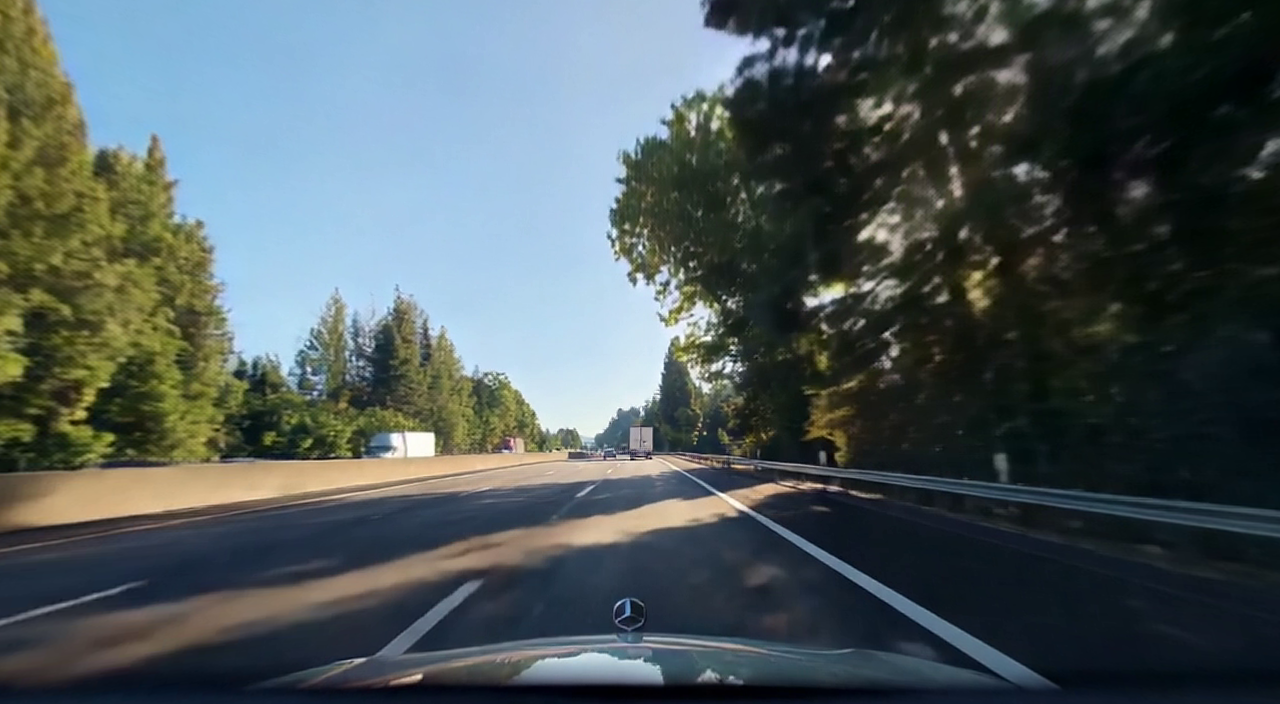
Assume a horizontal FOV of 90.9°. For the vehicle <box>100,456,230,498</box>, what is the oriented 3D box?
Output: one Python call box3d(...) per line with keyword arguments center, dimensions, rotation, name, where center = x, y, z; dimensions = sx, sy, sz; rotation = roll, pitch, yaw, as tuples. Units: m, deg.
box3d(center=(-18.782, 4.942, 25.221), dimensions=(1.819, 1.458, 4.282), rotation=(0, -9, 1), name="vehicle")
